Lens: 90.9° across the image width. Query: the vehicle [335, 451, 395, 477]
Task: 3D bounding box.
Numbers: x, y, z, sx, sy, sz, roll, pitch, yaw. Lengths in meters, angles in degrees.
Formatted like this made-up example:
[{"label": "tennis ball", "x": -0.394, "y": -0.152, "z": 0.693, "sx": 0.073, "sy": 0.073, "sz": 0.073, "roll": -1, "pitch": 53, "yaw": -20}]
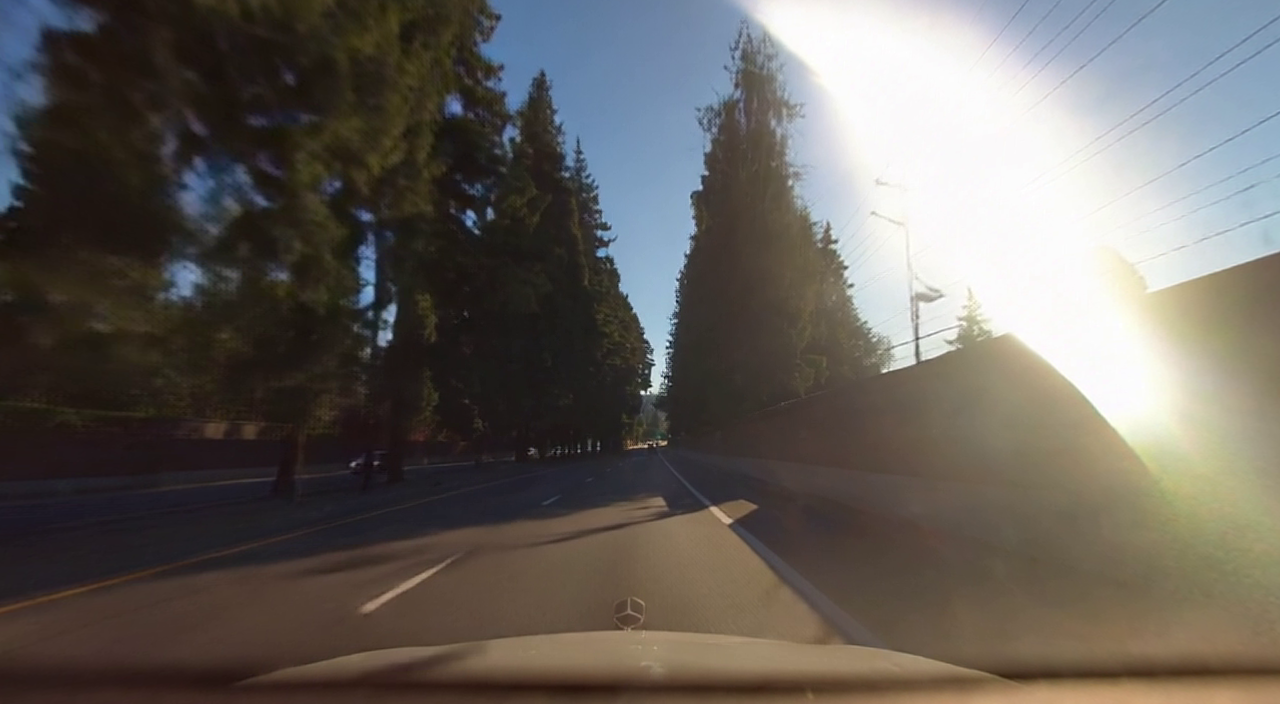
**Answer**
[{"label": "vehicle", "x": -18.104, "y": 7.380, "z": 41.757, "sx": 1.930, "sy": 1.608, "sz": 4.414, "roll": 0, "pitch": -8, "yaw": 0}]
